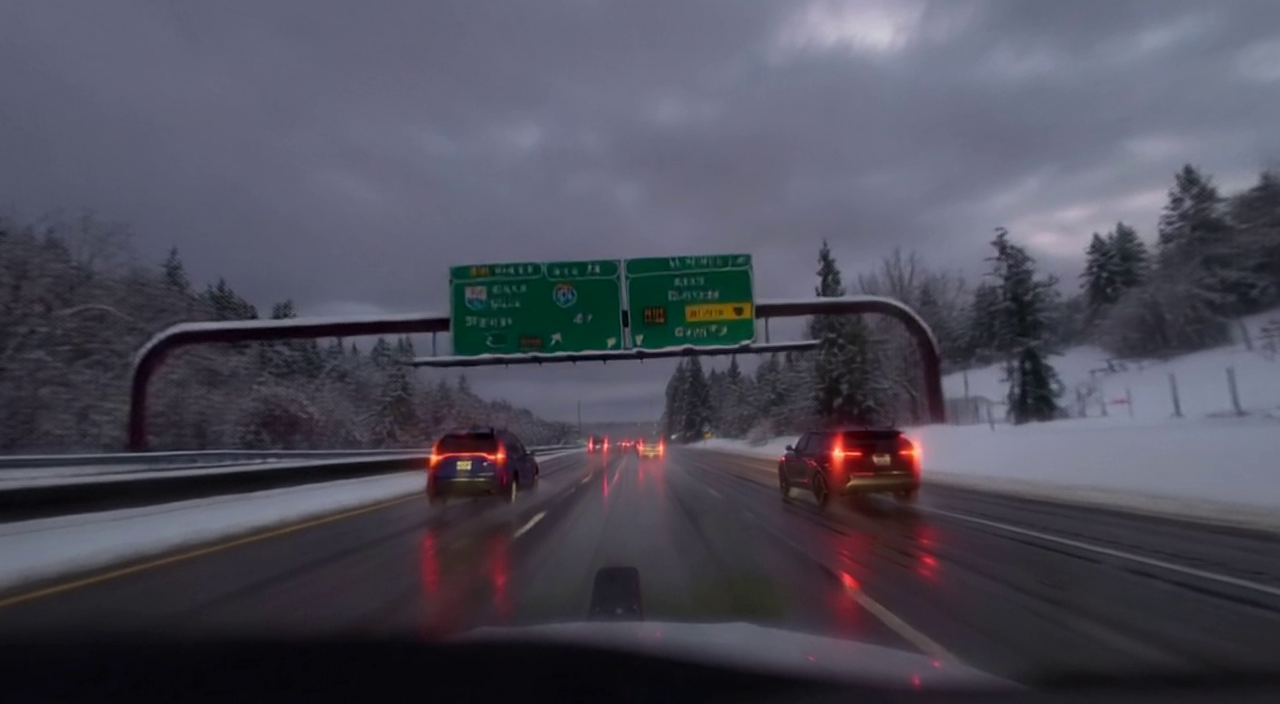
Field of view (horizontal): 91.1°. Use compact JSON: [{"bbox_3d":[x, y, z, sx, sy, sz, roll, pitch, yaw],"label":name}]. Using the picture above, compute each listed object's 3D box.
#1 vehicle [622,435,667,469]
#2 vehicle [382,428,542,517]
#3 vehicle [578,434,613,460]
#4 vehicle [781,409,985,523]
[{"bbox_3d":[0.232,4.840,30.690,2.049,1.542,3.816,-1,-8,0],"label":"vehicle"},{"bbox_3d":[-3.515,2.458,13.437,2.066,1.561,4.495,-1,-8,1],"label":"vehicle"},{"bbox_3d":[-3.041,6.595,43.543,2.044,1.682,4.201,-1,-8,1],"label":"vehicle"},{"bbox_3d":[4.211,2.048,11.817,2.025,1.707,4.279,0,-8,-1],"label":"vehicle"}]
